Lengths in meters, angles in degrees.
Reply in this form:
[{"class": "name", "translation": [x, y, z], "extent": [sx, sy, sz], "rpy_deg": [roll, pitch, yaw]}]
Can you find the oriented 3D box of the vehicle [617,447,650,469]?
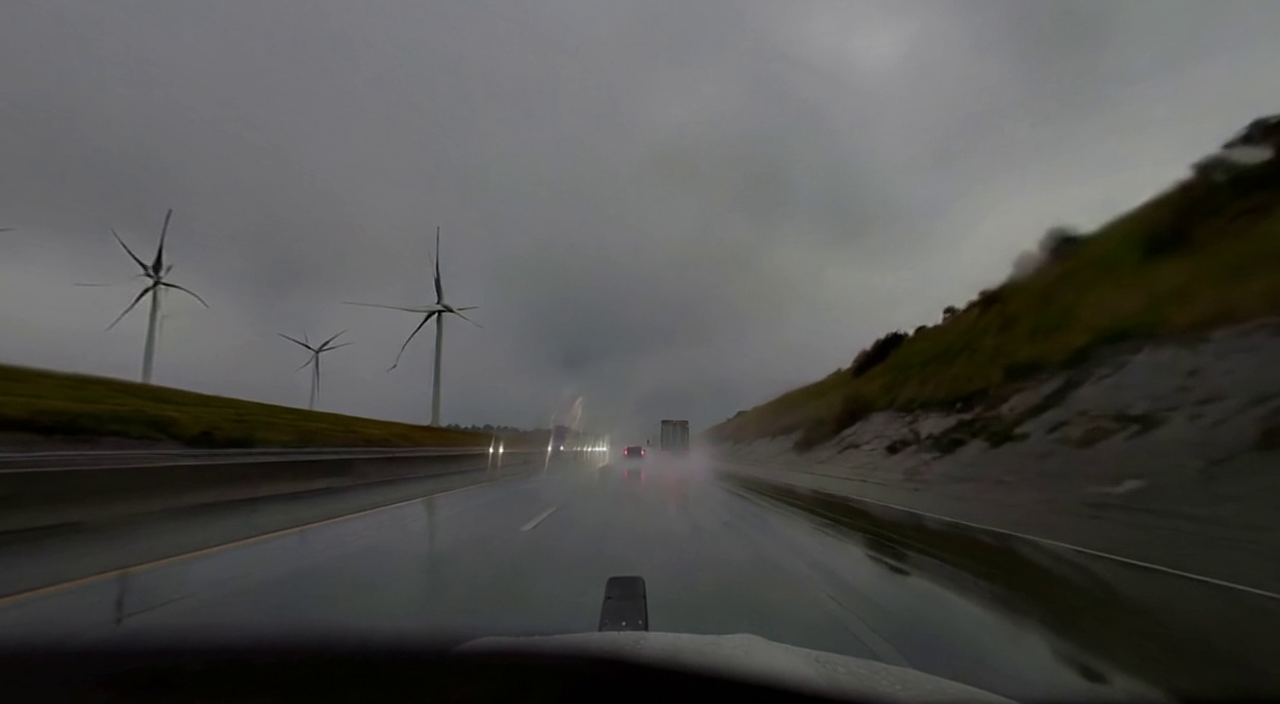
[{"class": "vehicle", "translation": [-0.453, 7.465, 44.589], "extent": [2.209, 1.453, 3.695], "rpy_deg": [0, -9, 0]}]
